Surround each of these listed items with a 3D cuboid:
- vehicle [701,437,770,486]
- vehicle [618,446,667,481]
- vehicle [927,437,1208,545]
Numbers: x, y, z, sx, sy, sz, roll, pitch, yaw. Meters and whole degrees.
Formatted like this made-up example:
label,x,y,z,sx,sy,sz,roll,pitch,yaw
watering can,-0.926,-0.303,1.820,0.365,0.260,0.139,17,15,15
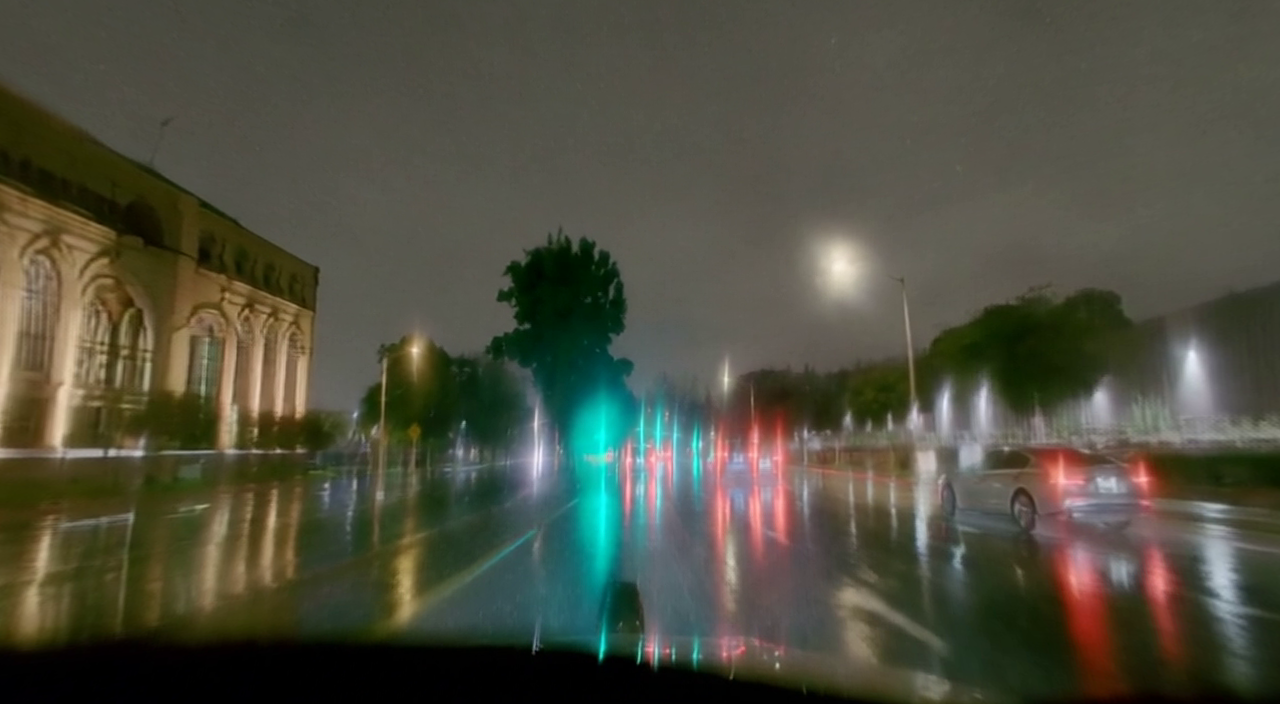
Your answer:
label,x,y,z,sx,sy,sz,roll,pitch,yaw
vehicle,3.753,4.392,25.631,2.036,1.757,4.300,0,-9,-1
vehicle,0.117,4.992,28.486,2.054,1.446,3.969,-1,-9,0
vehicle,6.938,2.267,10.983,1.868,1.472,4.274,0,-9,0
